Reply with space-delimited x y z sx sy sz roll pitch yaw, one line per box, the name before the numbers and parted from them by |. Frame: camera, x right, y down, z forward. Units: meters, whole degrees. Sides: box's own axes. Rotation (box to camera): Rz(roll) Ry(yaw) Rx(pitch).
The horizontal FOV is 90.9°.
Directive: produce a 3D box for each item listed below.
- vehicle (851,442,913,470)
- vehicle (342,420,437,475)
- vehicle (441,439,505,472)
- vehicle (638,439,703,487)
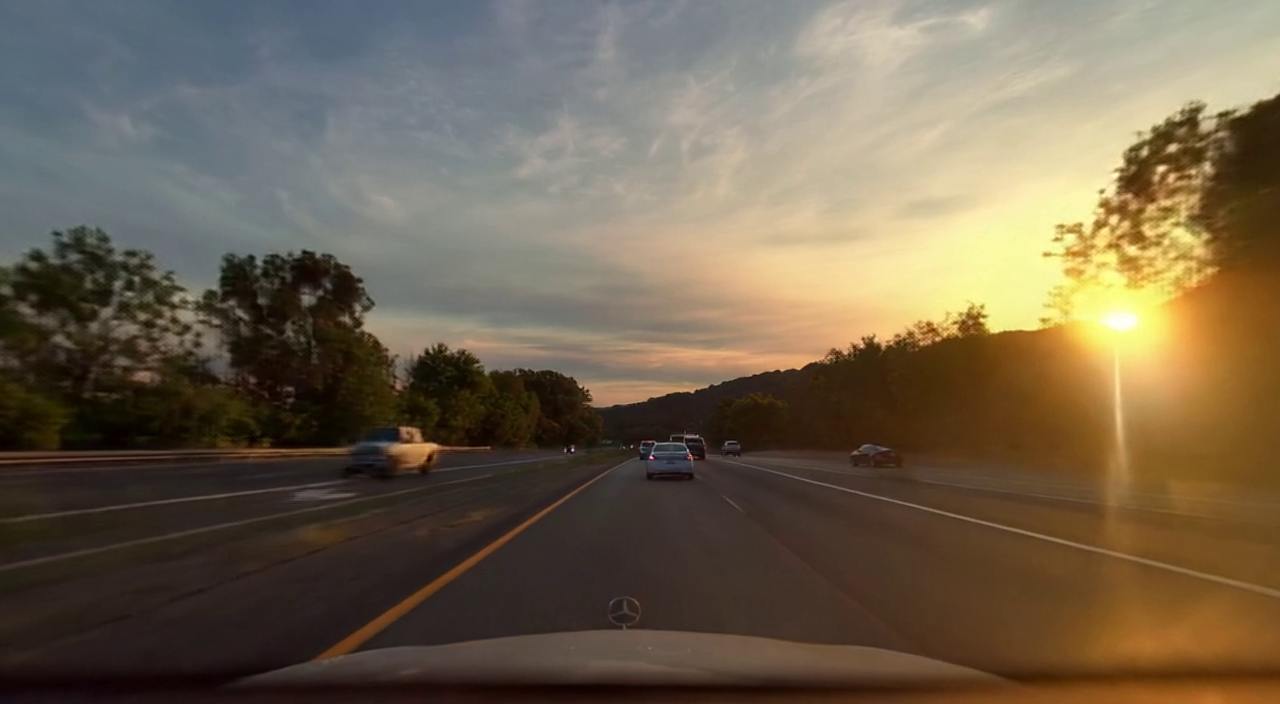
vehicle | 13.806 5.944 36.113 1.926 1.483 3.528 1 -9 -4
vehicle | -12.770 4.956 32.746 2.363 2.584 5.888 0 -9 1
vehicle | -8.486 5.304 32.468 1.934 1.600 4.501 0 -9 1
vehicle | 0.958 3.804 21.915 2.053 1.483 4.185 0 -9 0
